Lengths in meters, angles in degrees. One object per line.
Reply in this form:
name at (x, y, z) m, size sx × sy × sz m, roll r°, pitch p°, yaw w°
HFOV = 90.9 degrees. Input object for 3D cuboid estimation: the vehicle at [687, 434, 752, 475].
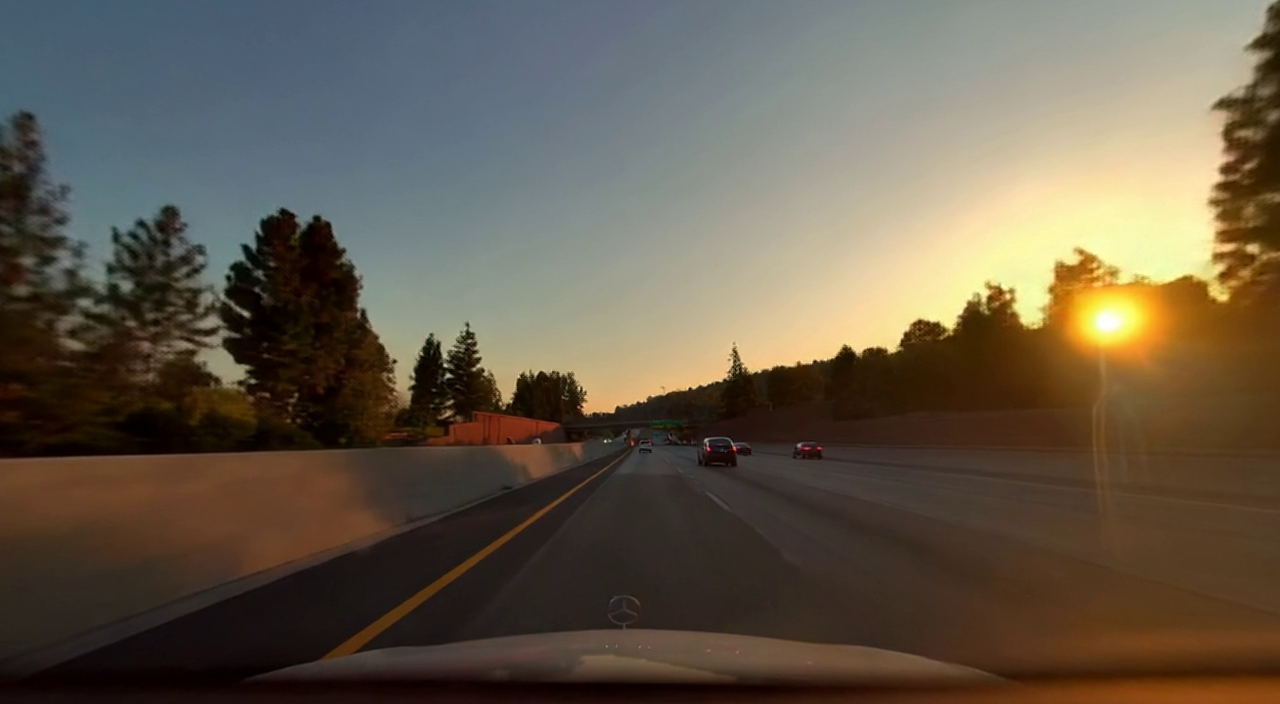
vehicle at (3.436, 4.541, 28.111) m, size 2.326 × 1.644 × 4.206 m, roll 0°, pitch -8°, yaw -1°

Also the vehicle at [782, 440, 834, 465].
vehicle at (10.365, 6.217, 39.211) m, size 1.970 × 1.479 × 4.480 m, roll 0°, pitch -8°, yaw -1°
